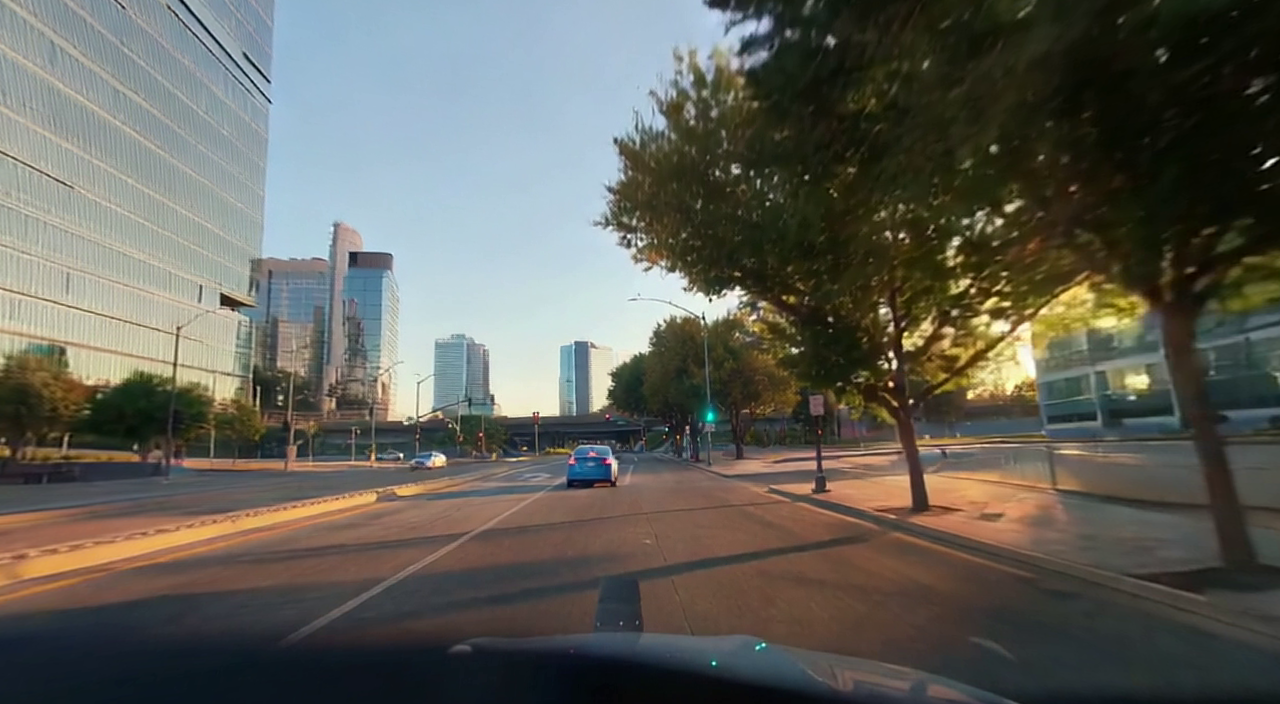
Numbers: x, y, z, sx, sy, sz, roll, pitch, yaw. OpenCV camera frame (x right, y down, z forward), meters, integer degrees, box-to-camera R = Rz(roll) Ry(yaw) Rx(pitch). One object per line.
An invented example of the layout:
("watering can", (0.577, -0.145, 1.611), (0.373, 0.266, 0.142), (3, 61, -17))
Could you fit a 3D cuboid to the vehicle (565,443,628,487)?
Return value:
("vehicle", (-1.571, 4.215, 23.948), (2.154, 1.465, 4.532), (0, -9, -2))
